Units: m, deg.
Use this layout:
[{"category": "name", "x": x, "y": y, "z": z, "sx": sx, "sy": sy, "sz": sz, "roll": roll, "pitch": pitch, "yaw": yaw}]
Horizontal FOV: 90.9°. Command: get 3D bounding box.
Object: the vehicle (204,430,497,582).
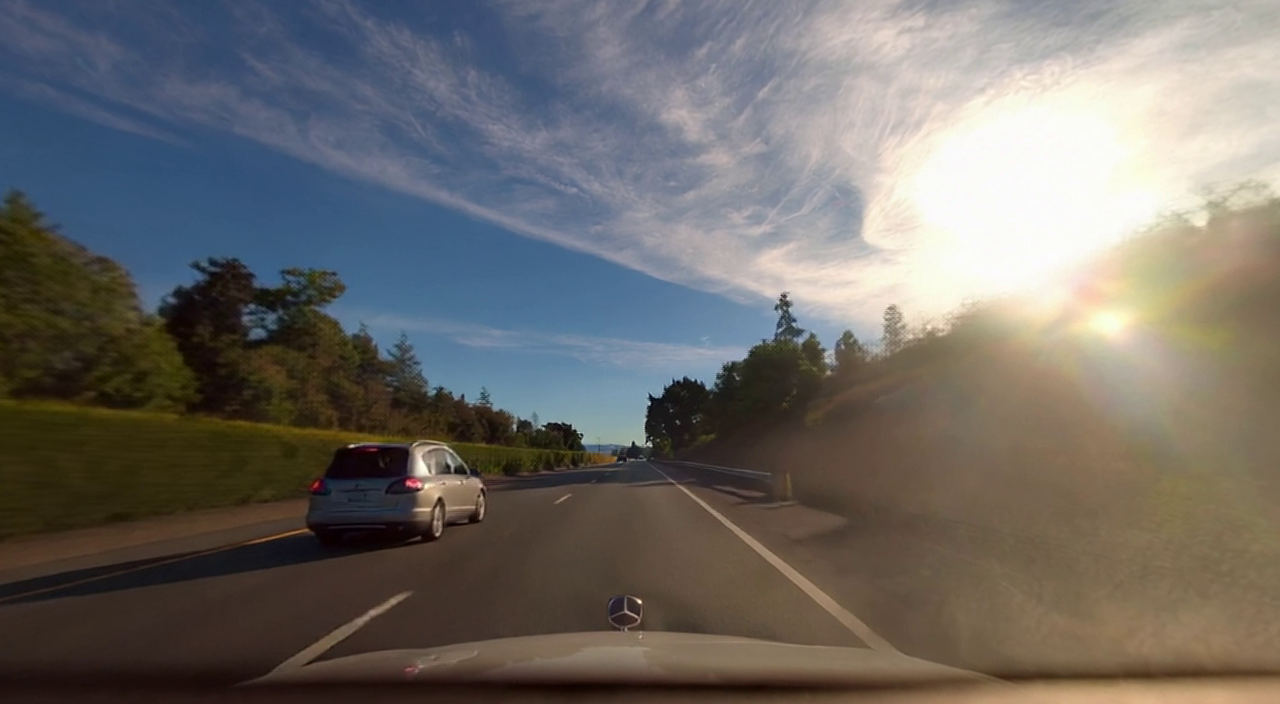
[{"category": "vehicle", "x": -3.780, "y": 2.083, "z": 9.397, "sx": 2.135, "sy": 1.686, "sz": 4.517, "roll": 0, "pitch": -9, "yaw": 1}]
